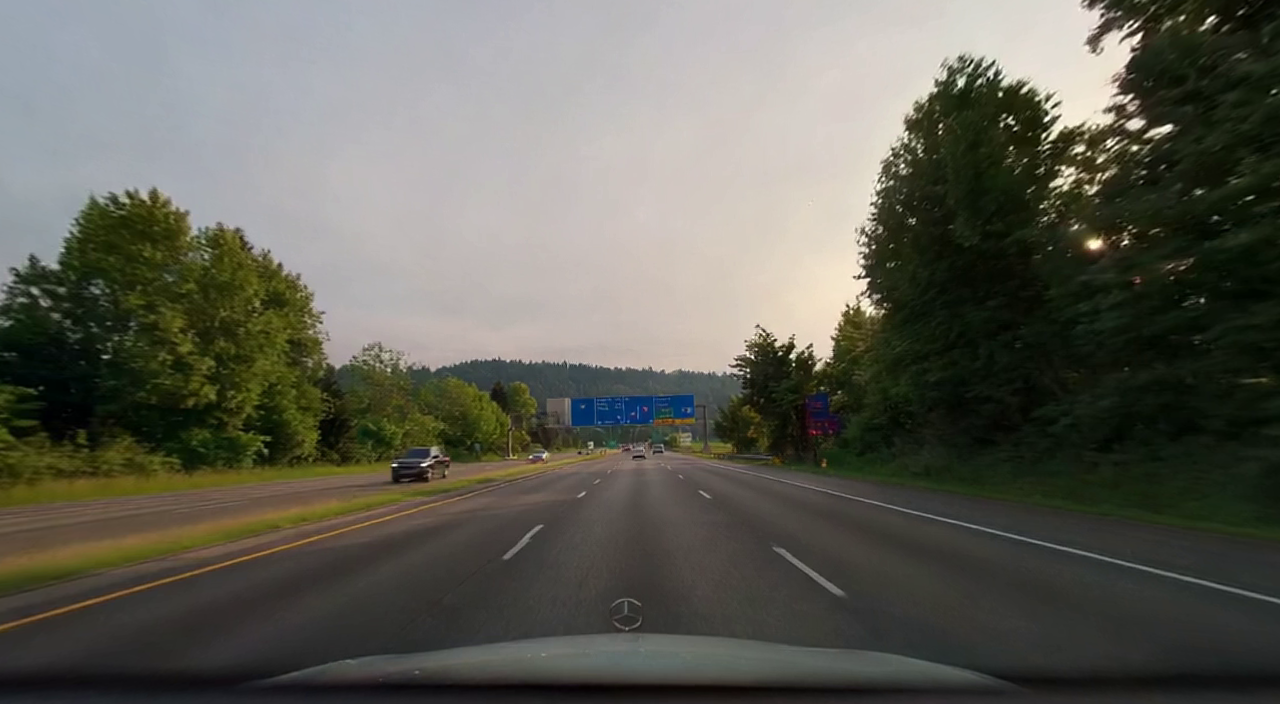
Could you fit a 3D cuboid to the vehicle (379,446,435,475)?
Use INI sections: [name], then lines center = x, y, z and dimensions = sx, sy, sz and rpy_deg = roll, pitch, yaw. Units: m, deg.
[vehicle]
center = -14.351, 6.683, 39.061
dimensions = 1.859, 1.707, 4.177
rpy_deg = 0, -9, 0
